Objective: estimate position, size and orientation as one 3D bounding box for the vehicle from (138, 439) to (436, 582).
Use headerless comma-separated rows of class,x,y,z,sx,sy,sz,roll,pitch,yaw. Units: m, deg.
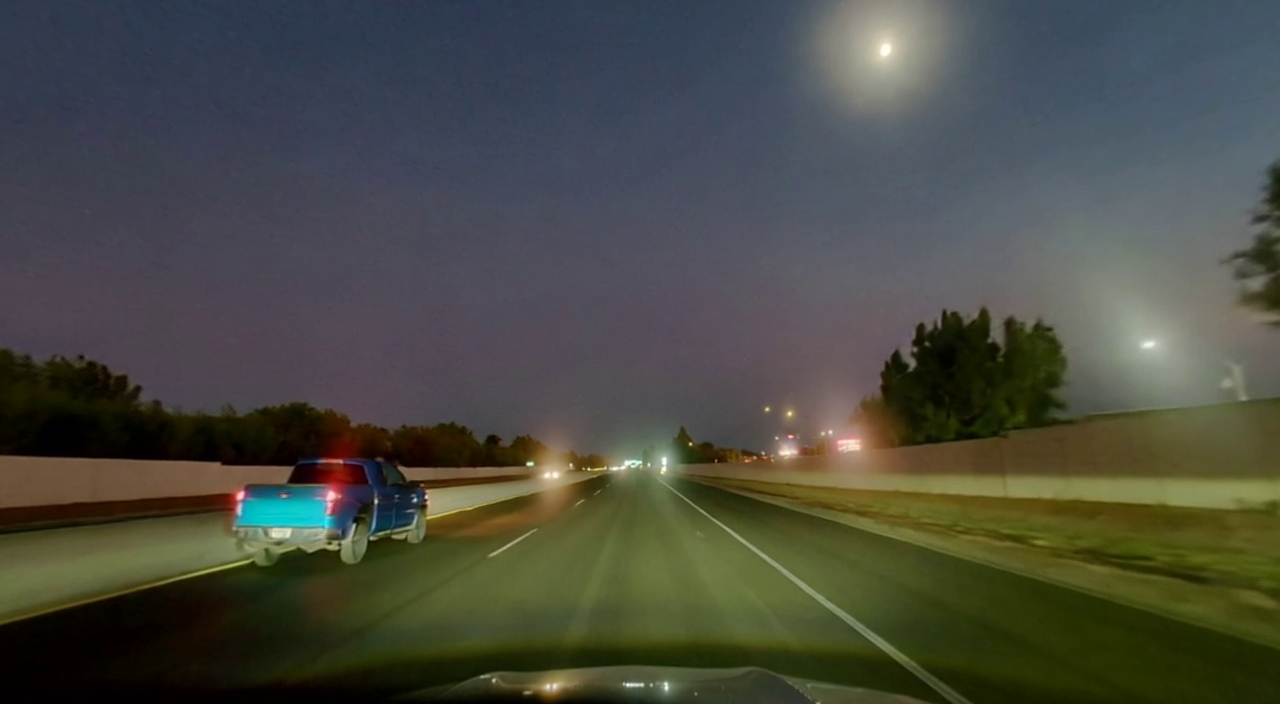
vehicle,-4.547,2.120,9.005,1.914,1.534,4.015,1,-10,0
